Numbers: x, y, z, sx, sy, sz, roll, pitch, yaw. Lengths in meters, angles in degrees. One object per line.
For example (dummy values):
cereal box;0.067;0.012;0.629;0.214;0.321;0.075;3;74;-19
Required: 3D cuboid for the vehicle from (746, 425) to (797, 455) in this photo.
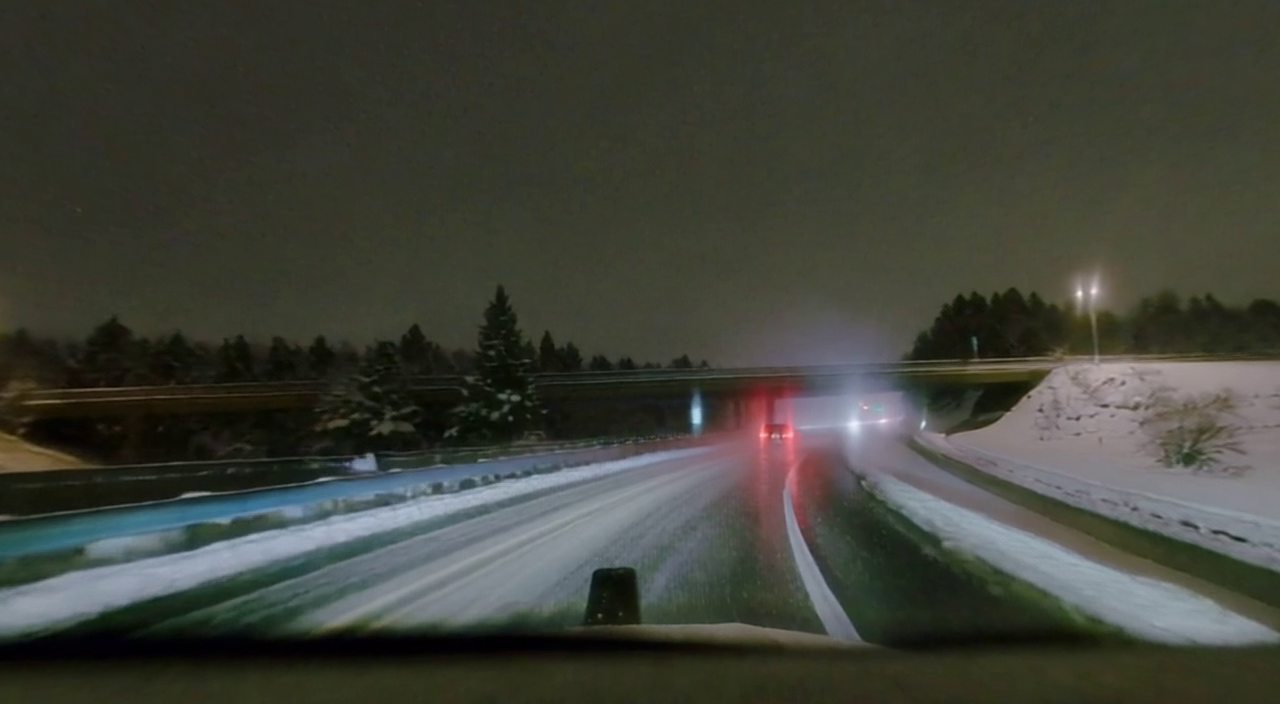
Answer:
vehicle;6.819;4.497;32.304;2.028;1.440;3.970;-2;-8;19
